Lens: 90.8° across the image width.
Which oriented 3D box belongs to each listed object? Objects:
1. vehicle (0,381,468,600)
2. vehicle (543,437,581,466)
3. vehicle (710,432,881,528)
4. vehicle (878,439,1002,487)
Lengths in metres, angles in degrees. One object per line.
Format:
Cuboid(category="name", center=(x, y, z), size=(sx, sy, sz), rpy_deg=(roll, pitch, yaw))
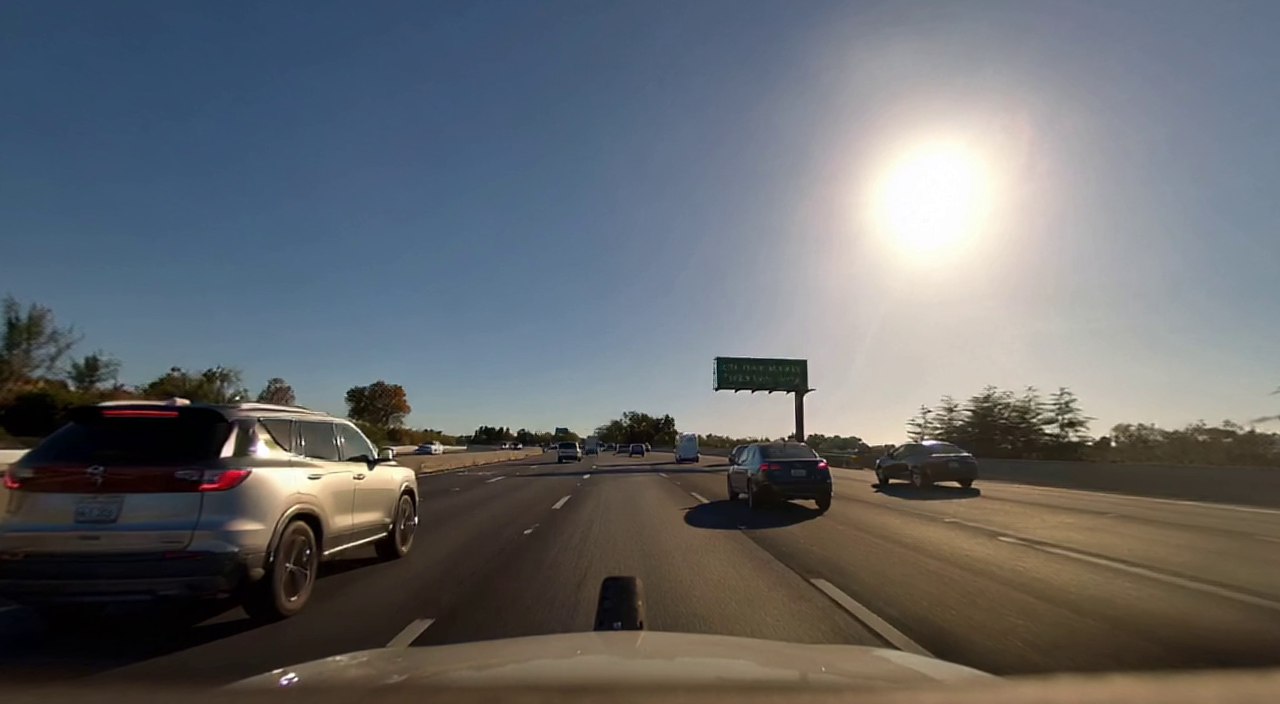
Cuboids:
Cuboid(category="vehicle", center=(-4.461, 1.595, 8.297), size=(2.684, 1.839, 5.803), rpy_deg=(0, -9, 1))
Cuboid(category="vehicle", center=(-5.148, 6.658, 42.331), size=(2.149, 1.843, 4.348), rpy_deg=(0, -9, -2))
Cuboid(category="vehicle", center=(2.735, 2.364, 12.305), size=(2.053, 1.510, 4.400), rpy_deg=(0, -9, -2))
Cuboid(category="vehicle", center=(10.310, 3.844, 22.128), size=(2.105, 1.496, 4.393), rpy_deg=(0, -9, -1))
